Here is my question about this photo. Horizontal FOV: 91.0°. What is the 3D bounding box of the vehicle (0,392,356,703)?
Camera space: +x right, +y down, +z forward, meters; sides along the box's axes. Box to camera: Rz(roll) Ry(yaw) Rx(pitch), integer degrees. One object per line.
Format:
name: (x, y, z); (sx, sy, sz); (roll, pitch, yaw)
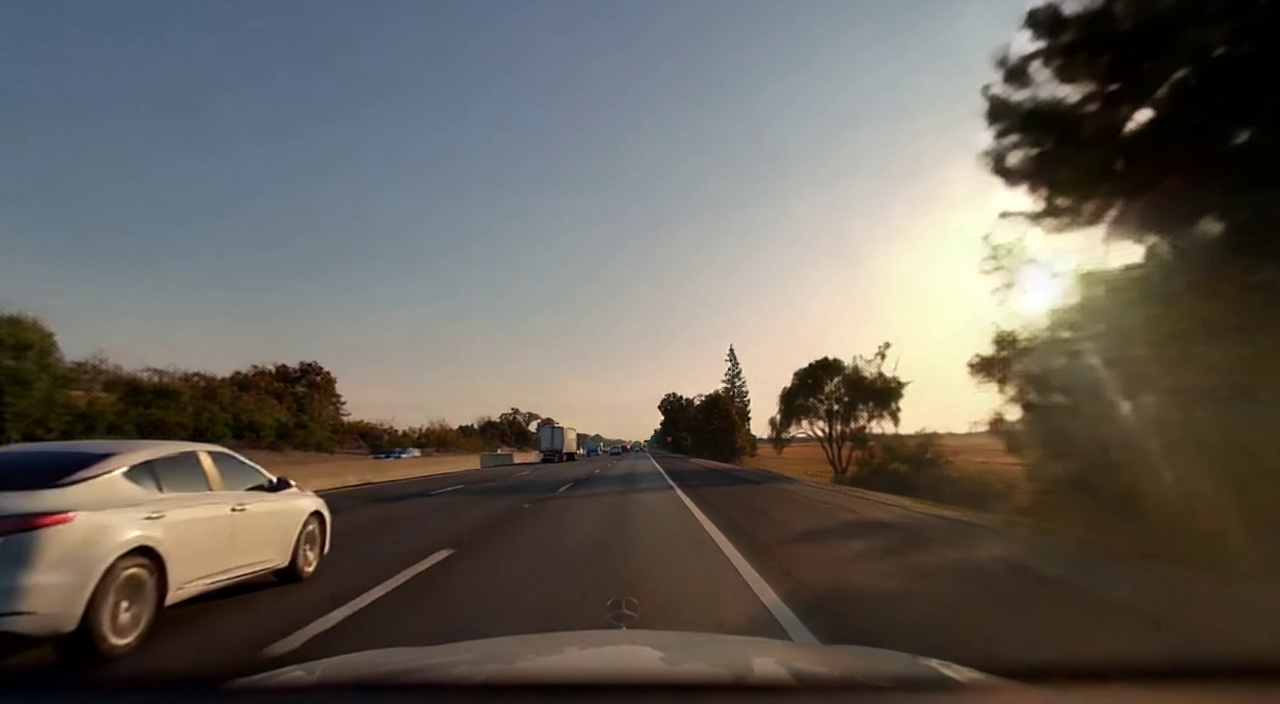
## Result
vehicle: (-3.875, 1.120, 3.807); (2.028, 1.553, 4.820); (0, -9, 0)
